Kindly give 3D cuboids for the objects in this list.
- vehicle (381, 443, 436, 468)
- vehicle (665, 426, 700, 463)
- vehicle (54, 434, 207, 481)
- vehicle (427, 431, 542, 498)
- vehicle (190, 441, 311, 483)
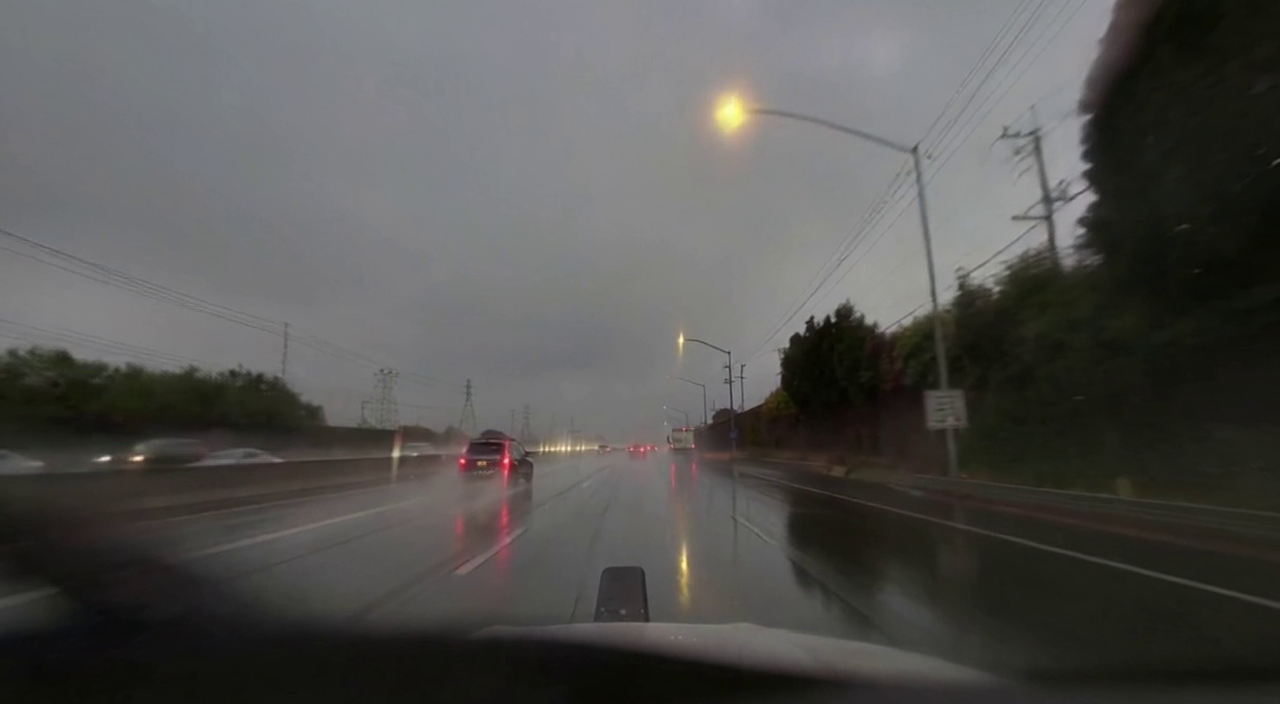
[{"bbox_3d":[-14.843,6.653,40.706,1.890,1.476,4.274,0,-8,1],"label":"vehicle"},{"bbox_3d":[3.284,7.304,49.813,2.352,2.698,5.688,0,-8,0],"label":"vehicle"},{"bbox_3d":[-22.256,4.622,27.947,2.117,1.885,5.477,0,-8,1],"label":"vehicle"},{"bbox_3d":[-4.215,3.119,17.899,2.064,1.642,4.389,0,-8,1],"label":"vehicle"},{"bbox_3d":[-14.869,4.209,24.418,1.904,1.476,4.284,0,-8,0],"label":"vehicle"}]
